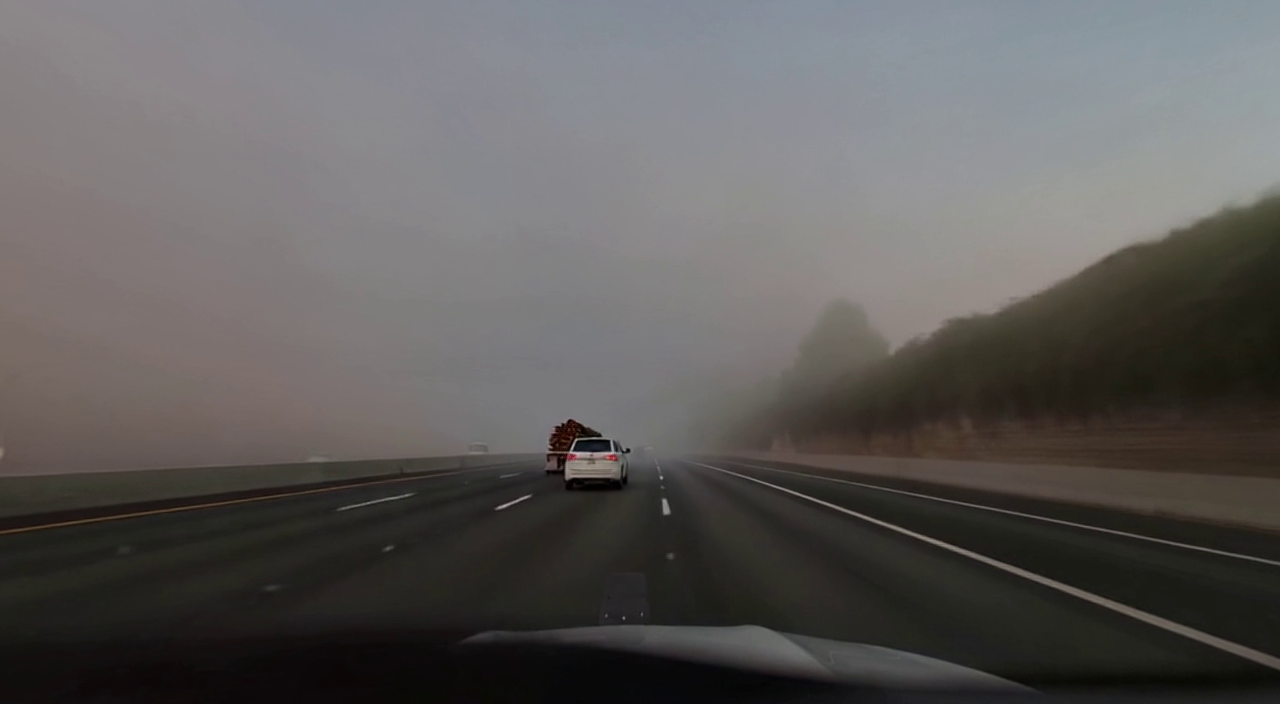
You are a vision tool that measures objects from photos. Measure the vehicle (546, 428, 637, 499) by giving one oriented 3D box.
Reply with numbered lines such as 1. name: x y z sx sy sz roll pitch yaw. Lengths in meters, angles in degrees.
1. vehicle: -1.251 3.191 18.369 2.114 1.787 4.365 -1 -8 2
